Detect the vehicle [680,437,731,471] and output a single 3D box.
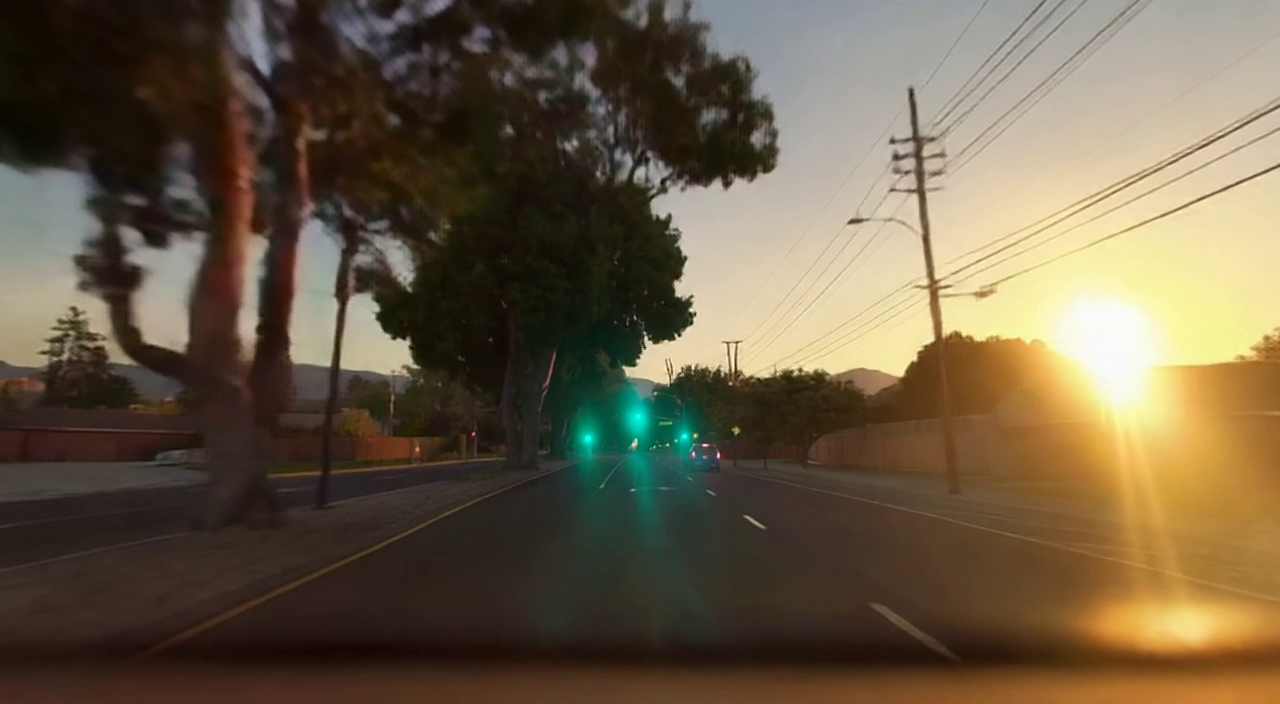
[{"bbox_3d":[3.574,5.644,35.098,2.240,1.781,4.433,0,-8,-1],"label":"vehicle"}]
